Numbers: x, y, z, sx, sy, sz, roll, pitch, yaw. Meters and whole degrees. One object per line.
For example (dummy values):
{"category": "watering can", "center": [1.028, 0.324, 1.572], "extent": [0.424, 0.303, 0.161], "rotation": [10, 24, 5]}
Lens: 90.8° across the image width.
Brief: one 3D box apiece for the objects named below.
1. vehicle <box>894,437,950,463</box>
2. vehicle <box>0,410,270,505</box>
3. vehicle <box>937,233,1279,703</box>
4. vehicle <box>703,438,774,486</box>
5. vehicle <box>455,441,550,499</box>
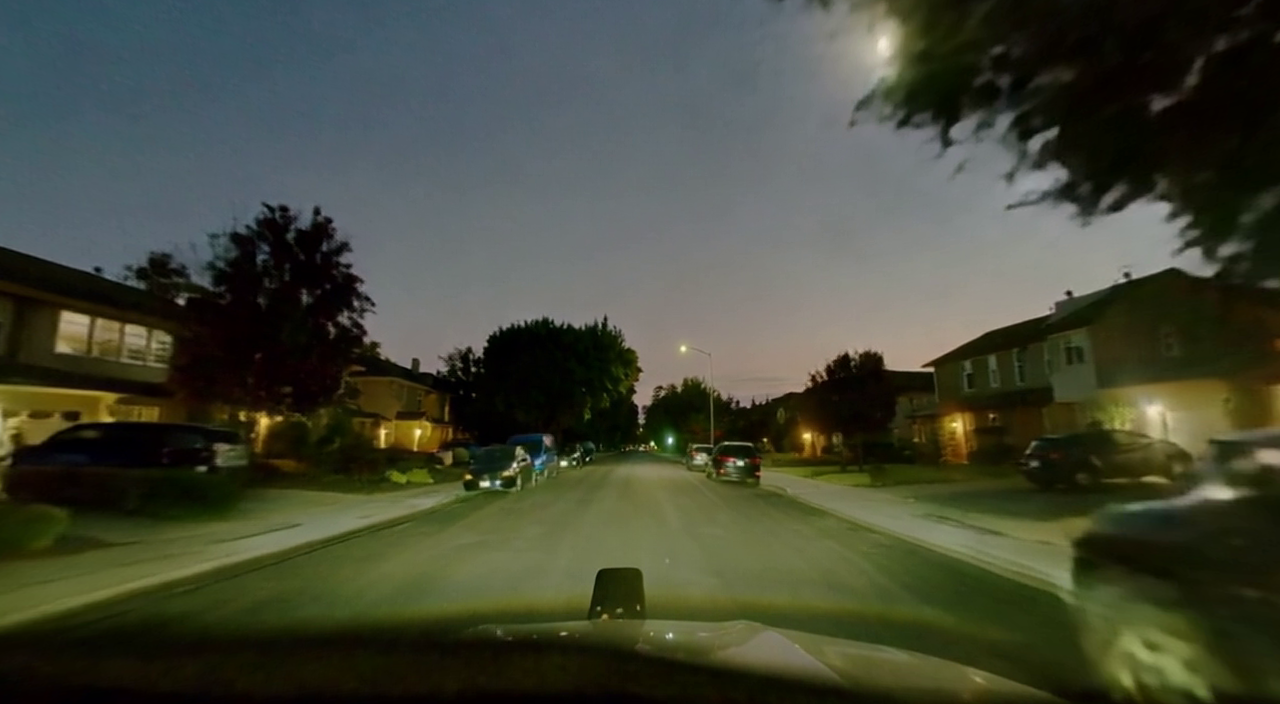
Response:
{"category": "vehicle", "center": [19.450, 6.786, 43.793], "extent": [2.086, 1.658, 4.154], "rotation": [0, -9, 2]}
{"category": "vehicle", "center": [-12.490, 2.462, 15.009], "extent": [5.716, 2.001, 2.535], "rotation": [1, -8, 0]}
{"category": "vehicle", "center": [3.597, 0.540, 1.241], "extent": [2.744, 2.152, 6.605], "rotation": [1, -9, -1]}
{"category": "vehicle", "center": [4.126, 4.743, 27.578], "extent": [2.152, 1.810, 5.846], "rotation": [1, -9, 0]}
{"category": "vehicle", "center": [-4.575, 3.962, 21.800], "extent": [2.116, 1.659, 4.832], "rotation": [-2, -8, 1]}
